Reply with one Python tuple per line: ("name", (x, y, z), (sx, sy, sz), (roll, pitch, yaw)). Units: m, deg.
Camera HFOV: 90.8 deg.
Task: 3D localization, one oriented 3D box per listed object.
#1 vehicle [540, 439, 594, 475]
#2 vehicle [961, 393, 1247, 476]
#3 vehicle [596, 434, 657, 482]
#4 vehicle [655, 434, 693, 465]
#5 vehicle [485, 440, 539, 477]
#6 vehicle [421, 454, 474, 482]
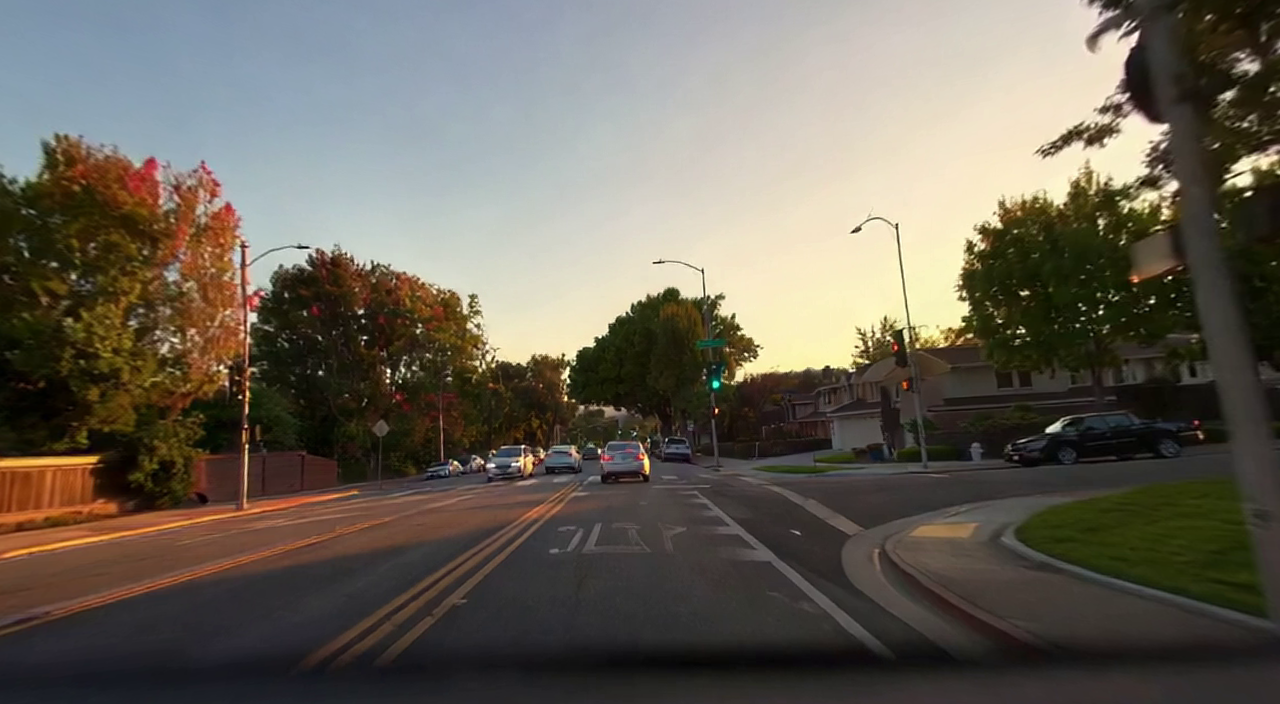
("vehicle", (-3.385, 4.958, 30.081), (2.117, 1.528, 4.277), (-1, -8, -1))
("vehicle", (13.109, 2.416, 18.288), (6.141, 2.000, 2.552), (-2, -9, 1))
("vehicle", (-0.514, 3.869, 23.378), (2.041, 1.575, 4.304), (0, -8, -2))
("vehicle", (2.143, 6.350, 41.416), (2.119, 1.884, 4.567), (0, -8, -2))
("vehicle", (-6.765, 5.644, 33.769), (1.958, 1.706, 4.281), (-4, -8, -1))
("vehicle", (-12.804, 7.702, 42.271), (2.050, 1.518, 5.115), (-2, -8, -1))
